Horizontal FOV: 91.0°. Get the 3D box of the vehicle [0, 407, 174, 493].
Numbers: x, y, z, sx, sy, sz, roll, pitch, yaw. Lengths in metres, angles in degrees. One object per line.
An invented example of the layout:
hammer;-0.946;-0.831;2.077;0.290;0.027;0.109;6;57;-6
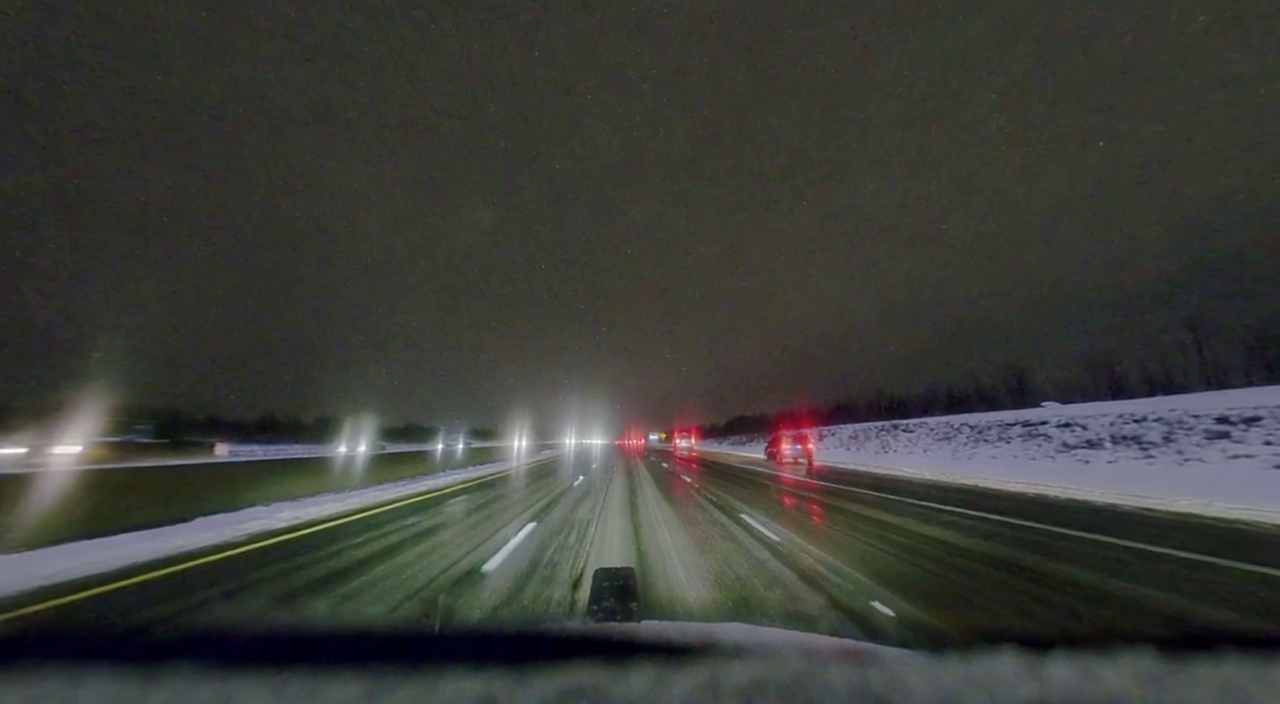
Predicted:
vehicle;-15.984;2.682;17.389;2.107;1.988;5.424;0;-8;-1
